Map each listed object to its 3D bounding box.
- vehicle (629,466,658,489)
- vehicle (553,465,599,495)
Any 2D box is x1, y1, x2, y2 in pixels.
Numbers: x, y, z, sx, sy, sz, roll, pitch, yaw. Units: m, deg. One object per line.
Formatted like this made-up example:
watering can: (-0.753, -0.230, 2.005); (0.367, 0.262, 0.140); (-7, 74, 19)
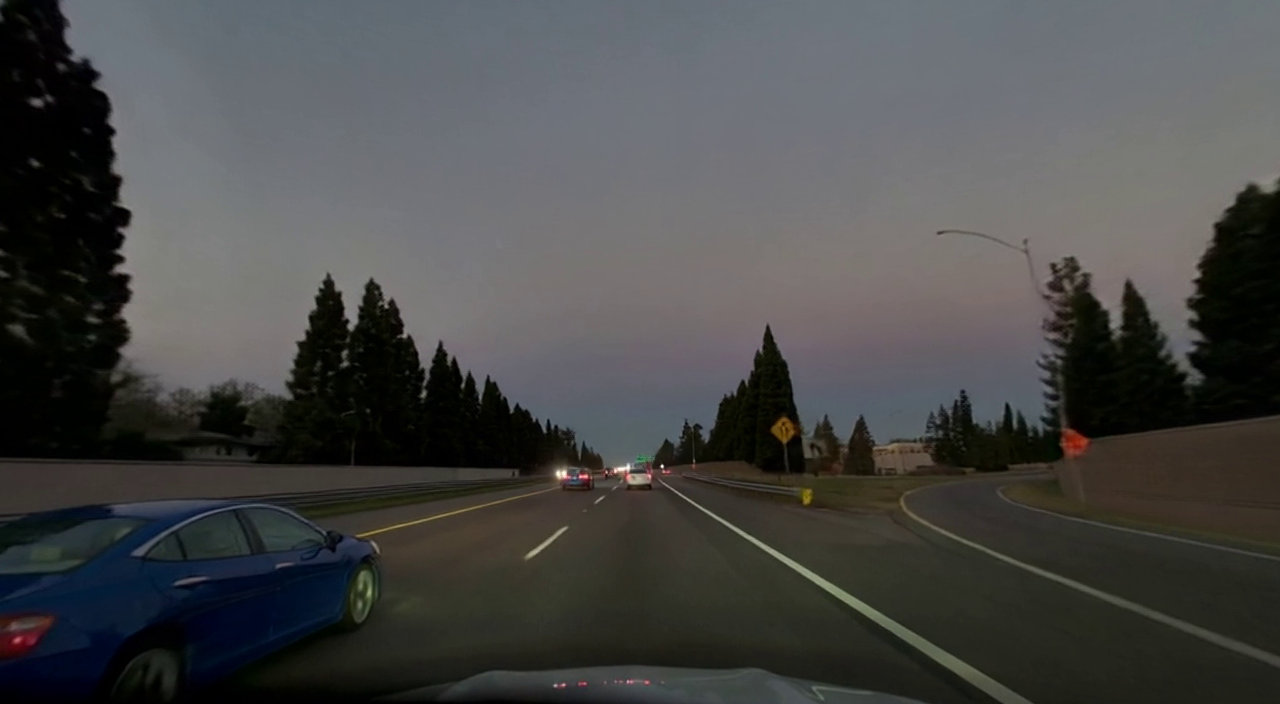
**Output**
vehicle: (0.266, 9.286, 46.734); (2.065, 1.596, 3.869); (1, -11, 0)
vehicle: (-3.521, 7.175, 35.529); (2.047, 1.523, 4.279); (1, -11, 1)
